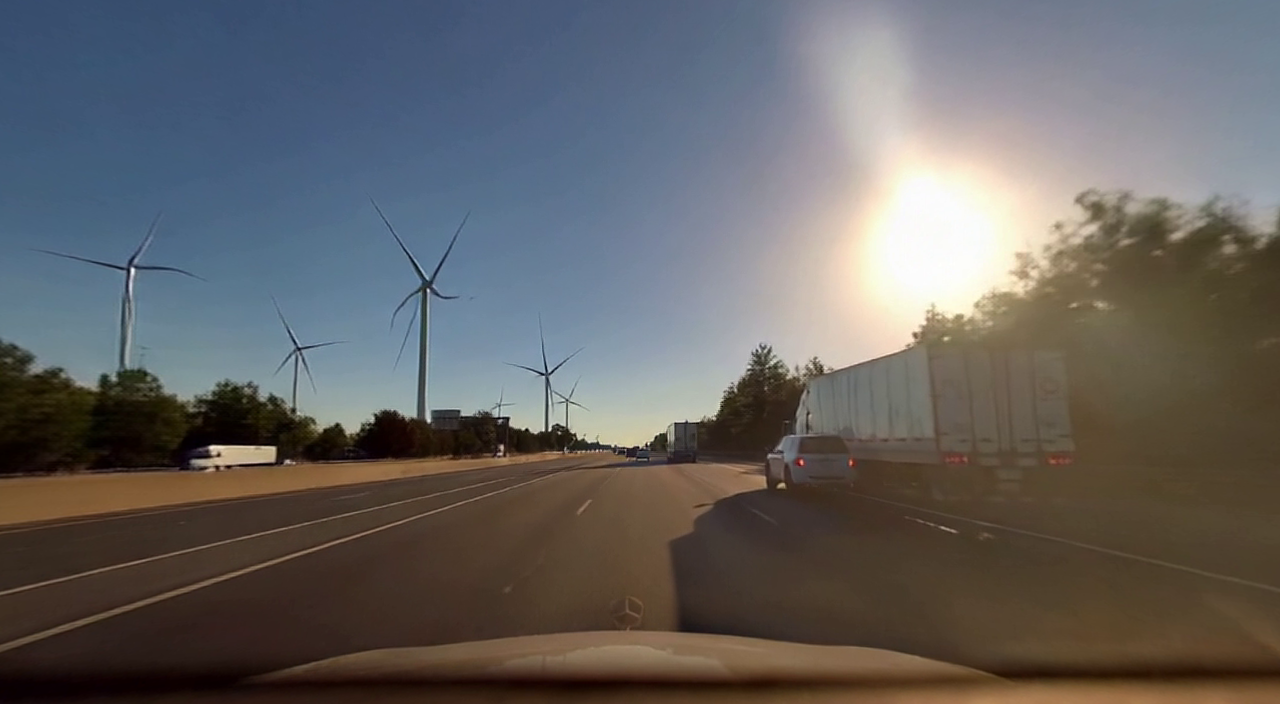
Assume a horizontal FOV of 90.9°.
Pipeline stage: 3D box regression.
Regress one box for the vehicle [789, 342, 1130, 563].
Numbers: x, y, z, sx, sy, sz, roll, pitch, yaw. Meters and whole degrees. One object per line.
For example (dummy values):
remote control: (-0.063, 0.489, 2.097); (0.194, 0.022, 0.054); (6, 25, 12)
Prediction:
vehicle: (4.481, 1.608, 10.352); (2.609, 2.648, 5.397); (0, -9, -1)
